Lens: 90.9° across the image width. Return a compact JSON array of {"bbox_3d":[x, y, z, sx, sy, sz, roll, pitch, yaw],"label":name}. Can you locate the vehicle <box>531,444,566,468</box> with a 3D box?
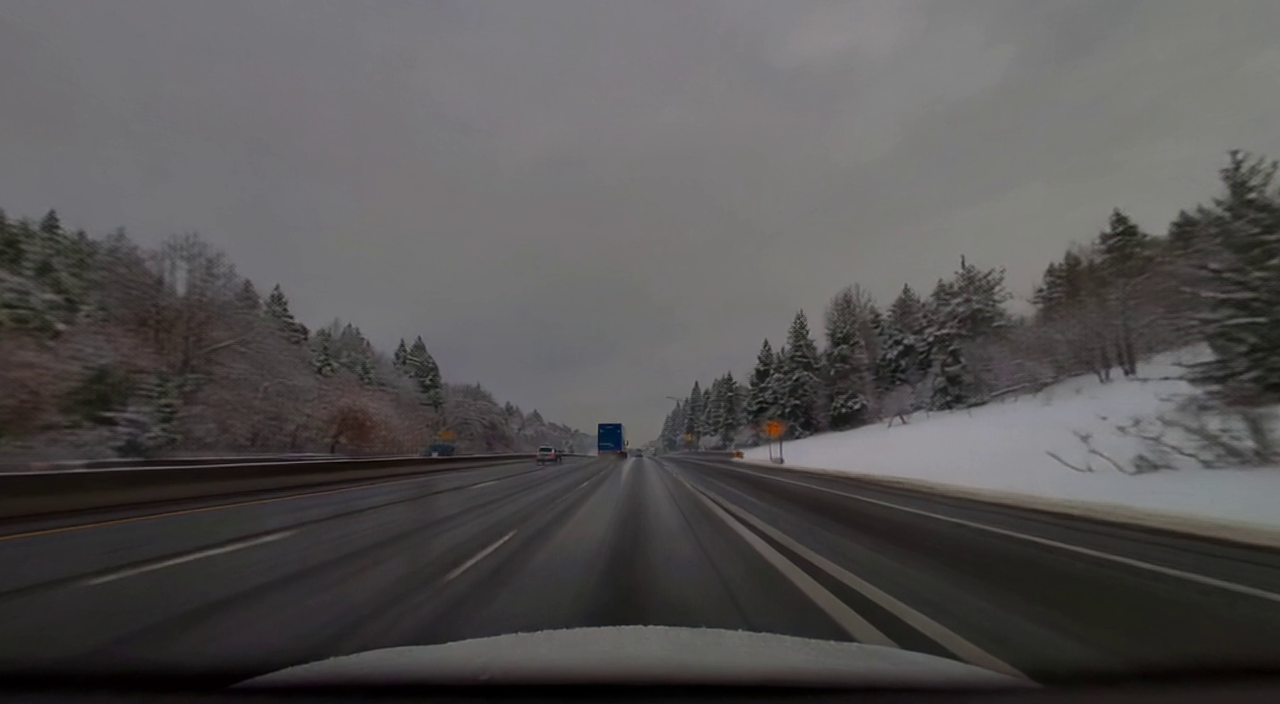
[{"bbox_3d":[-7.166,8.153,49.727,2.043,1.828,4.436,0,-8,1],"label":"vehicle"}]
